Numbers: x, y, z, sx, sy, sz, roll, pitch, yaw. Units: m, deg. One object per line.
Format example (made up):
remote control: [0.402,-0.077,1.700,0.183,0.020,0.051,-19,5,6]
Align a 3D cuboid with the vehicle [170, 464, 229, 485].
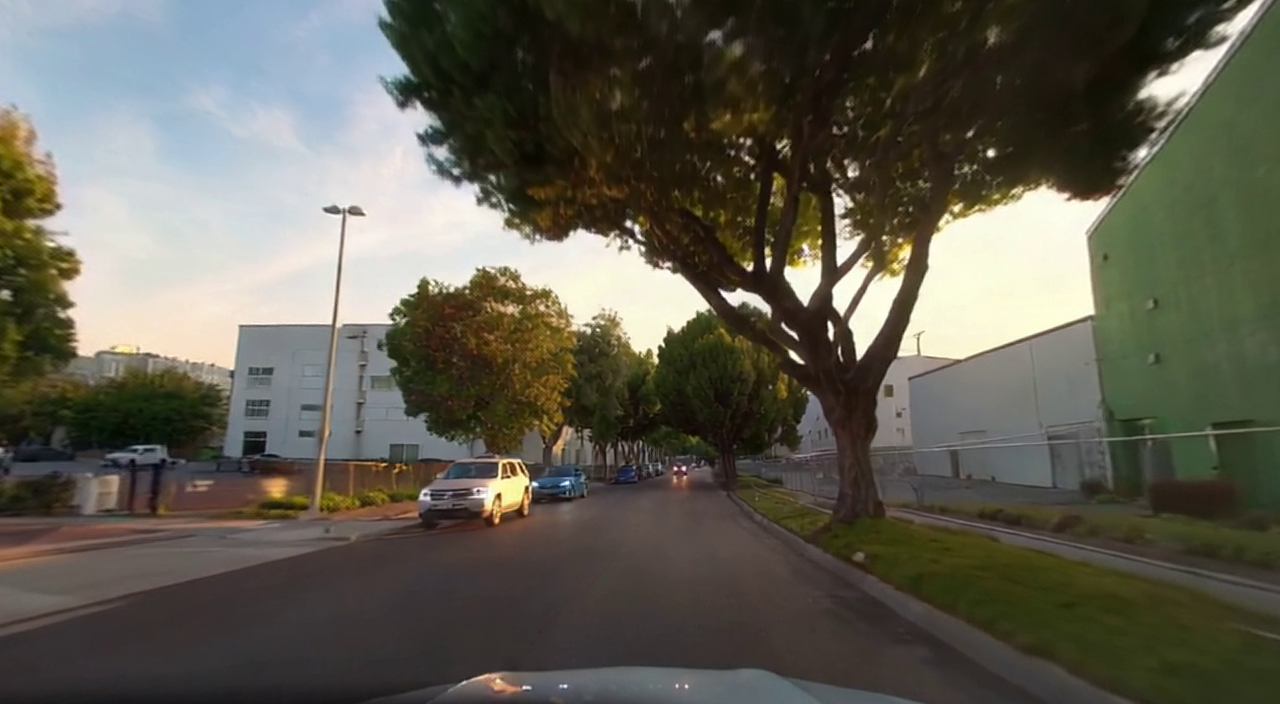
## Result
vehicle: [-30.879,8.584,44.239,1.590,1.392,3.279,0,-11,3]

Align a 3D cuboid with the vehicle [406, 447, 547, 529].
vehicle: [-3.941,3.393,16.191,2.022,1.776,4.625,-1,-10,5]

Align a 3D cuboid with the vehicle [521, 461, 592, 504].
vehicle: [-3.228,5.185,25.322,1.903,1.542,4.115,-2,-10,6]

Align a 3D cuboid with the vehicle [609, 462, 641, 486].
vehicle: [-1.042,8.972,46.451,2.011,1.596,3.760,-1,-10,4]

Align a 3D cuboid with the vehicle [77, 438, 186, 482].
vehicle: [-38.340,8.215,47.812,2.519,3.043,6.151,0,-10,6]

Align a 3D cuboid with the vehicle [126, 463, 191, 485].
vehicle: [-33.895,8.617,44.440,1.576,1.410,3.430,1,-10,4]
